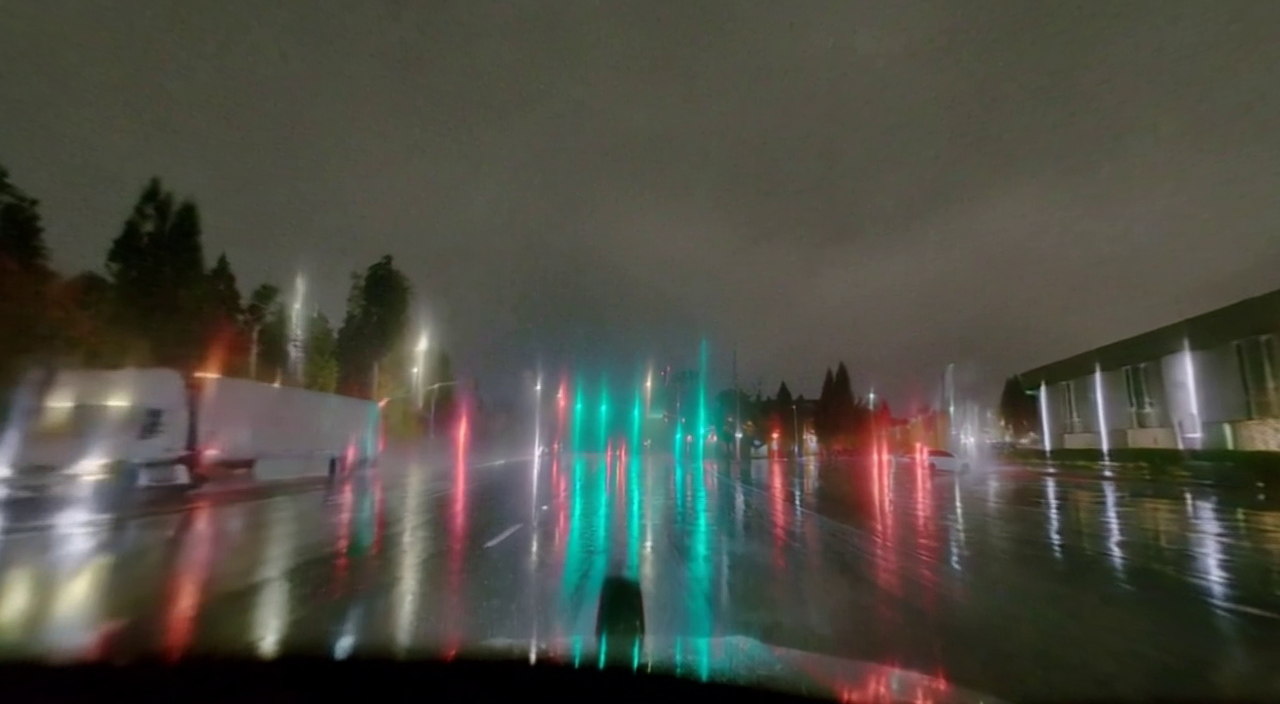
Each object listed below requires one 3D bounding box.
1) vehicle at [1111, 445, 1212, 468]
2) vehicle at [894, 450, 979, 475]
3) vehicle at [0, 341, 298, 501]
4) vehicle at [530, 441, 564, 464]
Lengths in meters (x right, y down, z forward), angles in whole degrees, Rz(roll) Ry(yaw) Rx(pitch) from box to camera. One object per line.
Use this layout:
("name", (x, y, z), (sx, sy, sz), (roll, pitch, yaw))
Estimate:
("vehicle", (34.230, 6.851, 41.597), (4.593, 1.460, 1.926), (-3, -9, 16))
("vehicle", (18.316, 6.860, 39.251), (4.455, 1.475, 1.971), (-2, -9, 14))
("vehicle", (-15.165, 2.367, 20.254), (3.193, 3.952, 9.170), (0, -9, 0))
("vehicle", (-7.075, 7.721, 48.522), (1.946, 1.680, 4.203), (0, -9, 0))
